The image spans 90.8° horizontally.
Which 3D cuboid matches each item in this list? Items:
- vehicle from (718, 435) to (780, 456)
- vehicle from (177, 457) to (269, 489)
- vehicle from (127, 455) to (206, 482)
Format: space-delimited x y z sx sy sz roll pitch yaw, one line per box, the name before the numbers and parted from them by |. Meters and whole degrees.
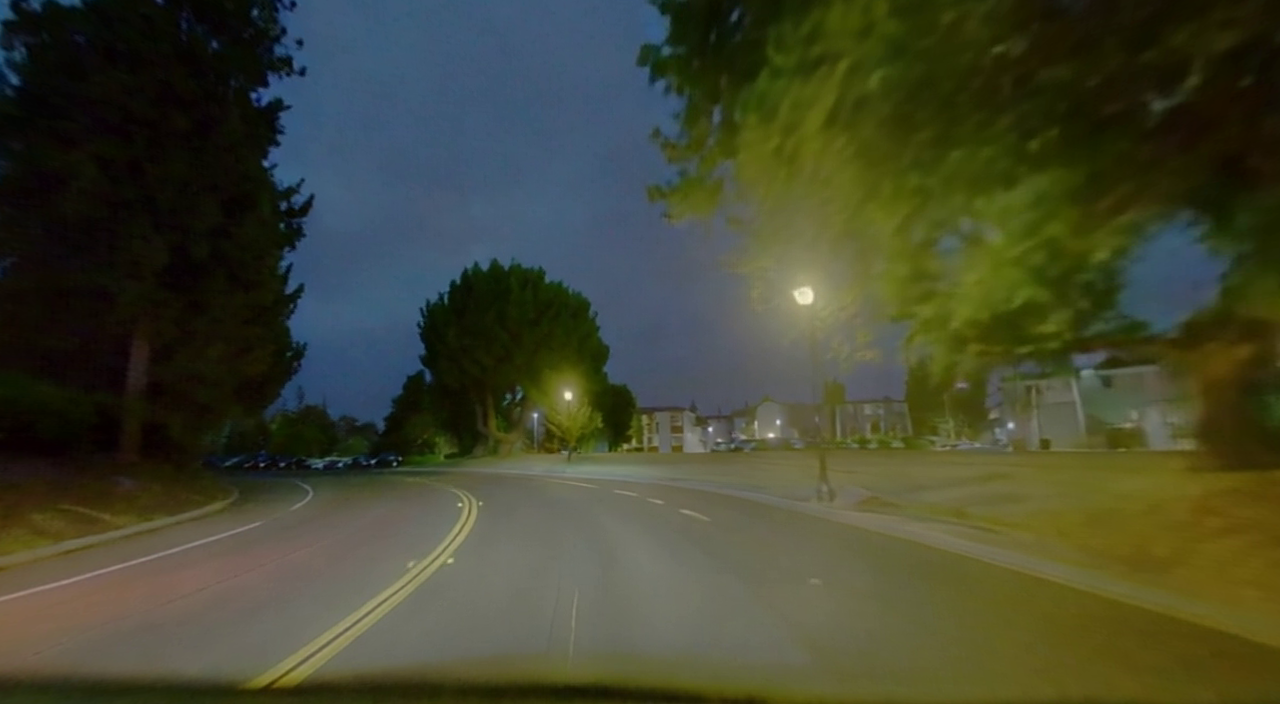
vehicle | 8.119 7.013 47.327 4.462 1.474 1.765 -1 -9 6
vehicle | -22.968 6.554 34.617 2.772 1.161 7.241 4 -8 -45
vehicle | -30.829 7.551 41.107 4.946 1.537 2.206 -5 -9 30
